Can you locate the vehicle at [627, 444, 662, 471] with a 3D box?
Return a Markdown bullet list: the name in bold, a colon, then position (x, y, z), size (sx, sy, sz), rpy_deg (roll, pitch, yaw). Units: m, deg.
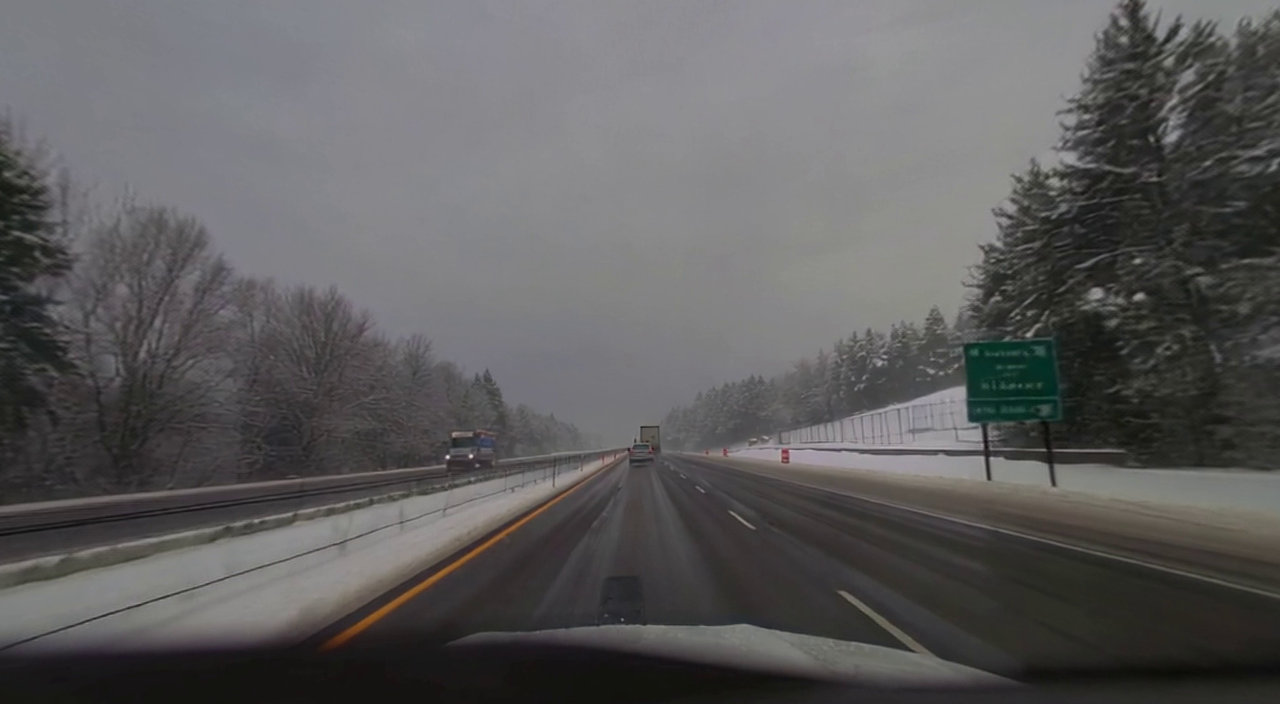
- **vehicle**: position (0.241, 6.548, 39.451), size (2.065, 1.573, 3.734), rpy_deg (0, -9, -1)
